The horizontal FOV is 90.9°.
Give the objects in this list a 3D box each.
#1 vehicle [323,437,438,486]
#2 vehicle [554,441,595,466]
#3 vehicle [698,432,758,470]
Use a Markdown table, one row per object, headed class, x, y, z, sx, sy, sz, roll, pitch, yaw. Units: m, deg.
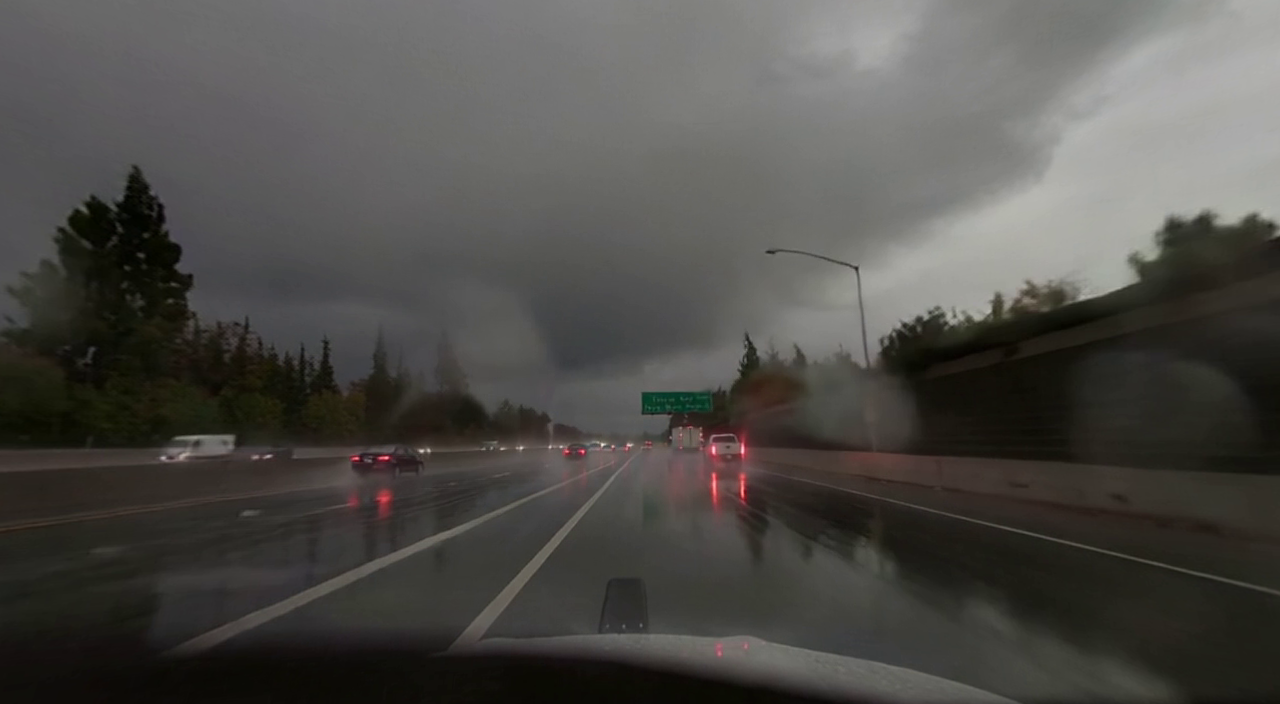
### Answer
| class | x | y | z | sx | sy | sz | roll | pitch | yaw |
| --- | --- | --- | --- | --- | --- | --- | --- | --- | --- |
| vehicle | -8.707 | 3.689 | 21.657 | 1.899 | 1.465 | 4.589 | 0 | -8 | 2 |
| vehicle | -4.122 | 6.463 | 40.387 | 1.981 | 1.473 | 4.317 | 0 | -8 | 2 |
| vehicle | 4.764 | 5.516 | 35.351 | 2.355 | 1.930 | 6.633 | 0 | -8 | -1 |
